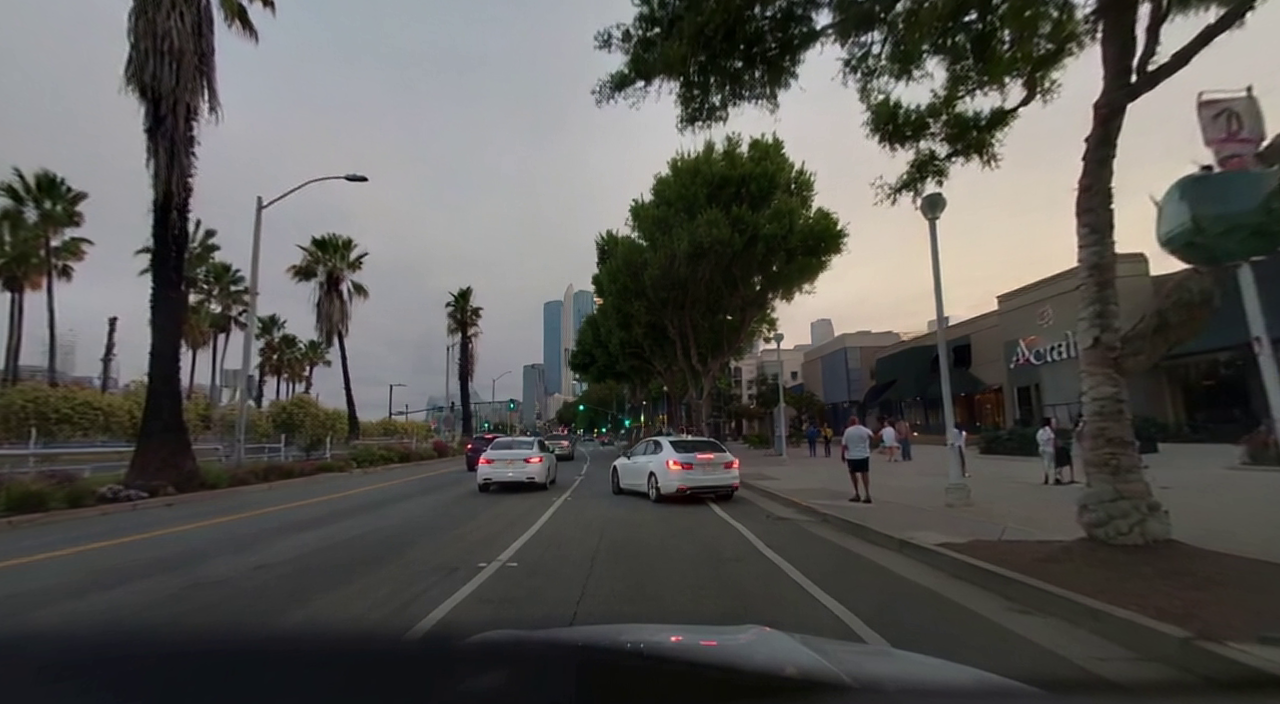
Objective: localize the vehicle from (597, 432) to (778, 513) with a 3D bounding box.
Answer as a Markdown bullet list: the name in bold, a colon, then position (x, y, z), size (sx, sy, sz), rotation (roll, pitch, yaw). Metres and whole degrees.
- **vehicle**: position (0.821, 2.600, 14.197), size (1.930, 1.477, 4.657), rotation (4, -10, -26)

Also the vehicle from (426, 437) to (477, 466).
- **vehicle**: position (-10.925, 5.806, 36.829), size (1.930, 1.583, 4.423), rotation (0, -9, -5)

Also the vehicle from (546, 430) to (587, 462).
- **vehicle**: position (-4.756, 6.146, 41.274), size (2.277, 1.937, 4.487), rotation (0, -9, -2)

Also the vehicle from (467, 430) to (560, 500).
- **vehicle**: position (-3.282, 3.001, 17.198), size (2.039, 1.628, 4.331), rotation (0, -9, -5)
